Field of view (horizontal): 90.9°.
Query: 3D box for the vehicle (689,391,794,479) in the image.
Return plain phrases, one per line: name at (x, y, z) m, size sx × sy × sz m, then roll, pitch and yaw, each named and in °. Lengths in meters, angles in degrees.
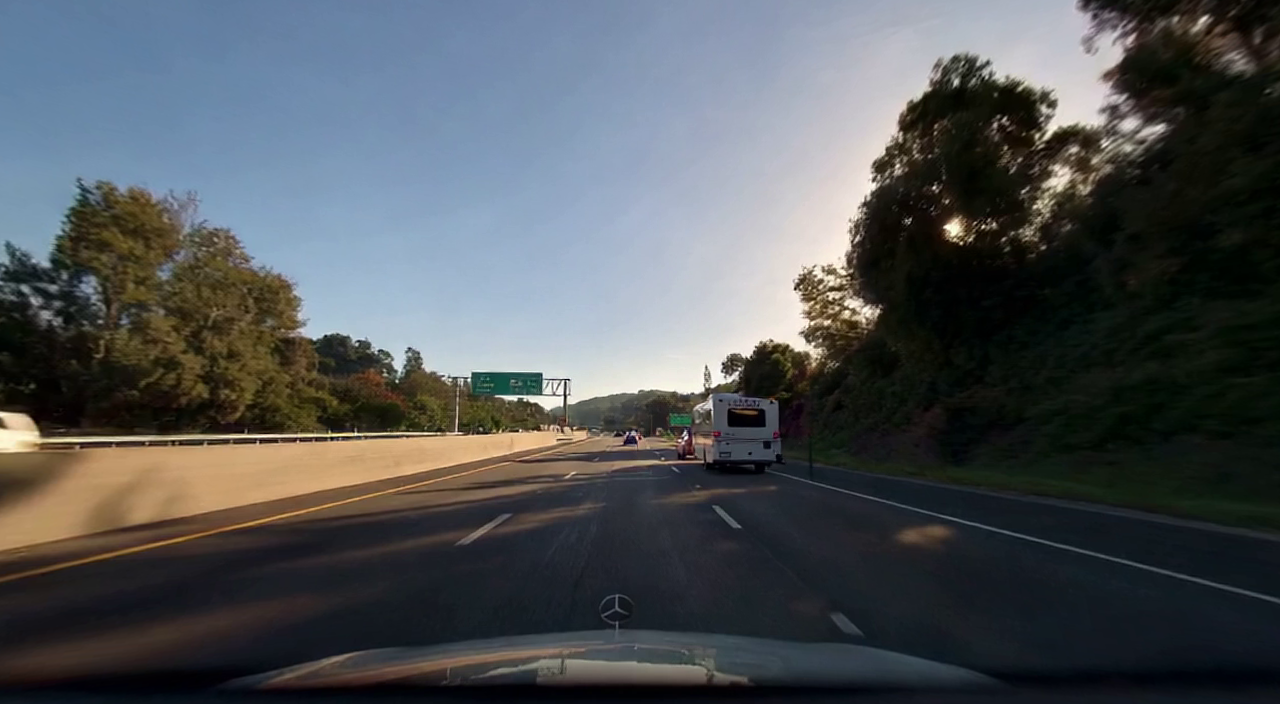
vehicle at (3.303, 2.893, 21.990) m, size 2.590 × 2.680 × 5.445 m, roll 0°, pitch -8°, yaw -2°
